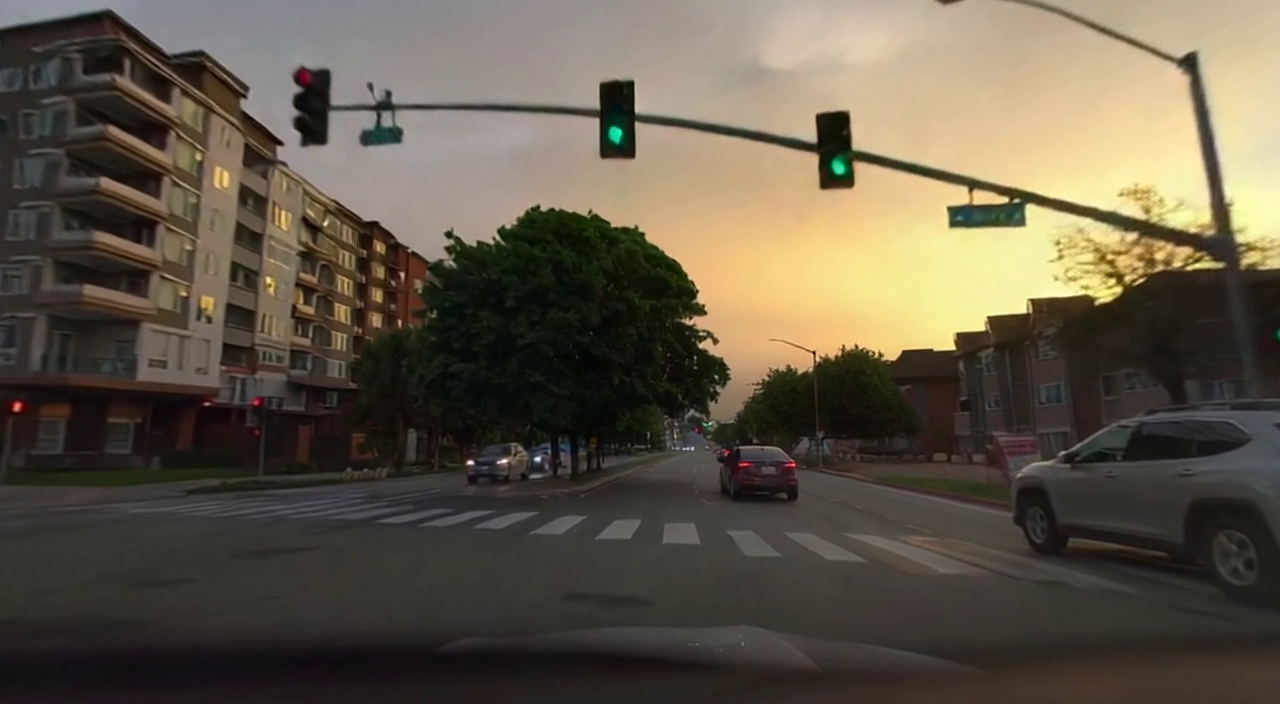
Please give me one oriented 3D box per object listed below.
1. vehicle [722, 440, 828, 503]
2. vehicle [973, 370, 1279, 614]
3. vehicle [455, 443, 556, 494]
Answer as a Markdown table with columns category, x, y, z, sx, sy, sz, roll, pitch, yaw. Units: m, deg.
| category | x | y | z | sx | sy | sz | roll | pitch | yaw |
| --- | --- | --- | --- | --- | --- | --- | --- | --- | --- |
| vehicle | 3.511 | 3.215 | 17.380 | 2.003 | 1.480 | 4.494 | 0 | -9 | 1 |
| vehicle | 6.584 | 1.463 | 7.171 | 2.427 | 2.017 | 5.763 | 0 | -9 | 0 |
| vehicle | -4.256 | 3.780 | 20.866 | 2.032 | 1.484 | 4.437 | -1 | -9 | 5 |
